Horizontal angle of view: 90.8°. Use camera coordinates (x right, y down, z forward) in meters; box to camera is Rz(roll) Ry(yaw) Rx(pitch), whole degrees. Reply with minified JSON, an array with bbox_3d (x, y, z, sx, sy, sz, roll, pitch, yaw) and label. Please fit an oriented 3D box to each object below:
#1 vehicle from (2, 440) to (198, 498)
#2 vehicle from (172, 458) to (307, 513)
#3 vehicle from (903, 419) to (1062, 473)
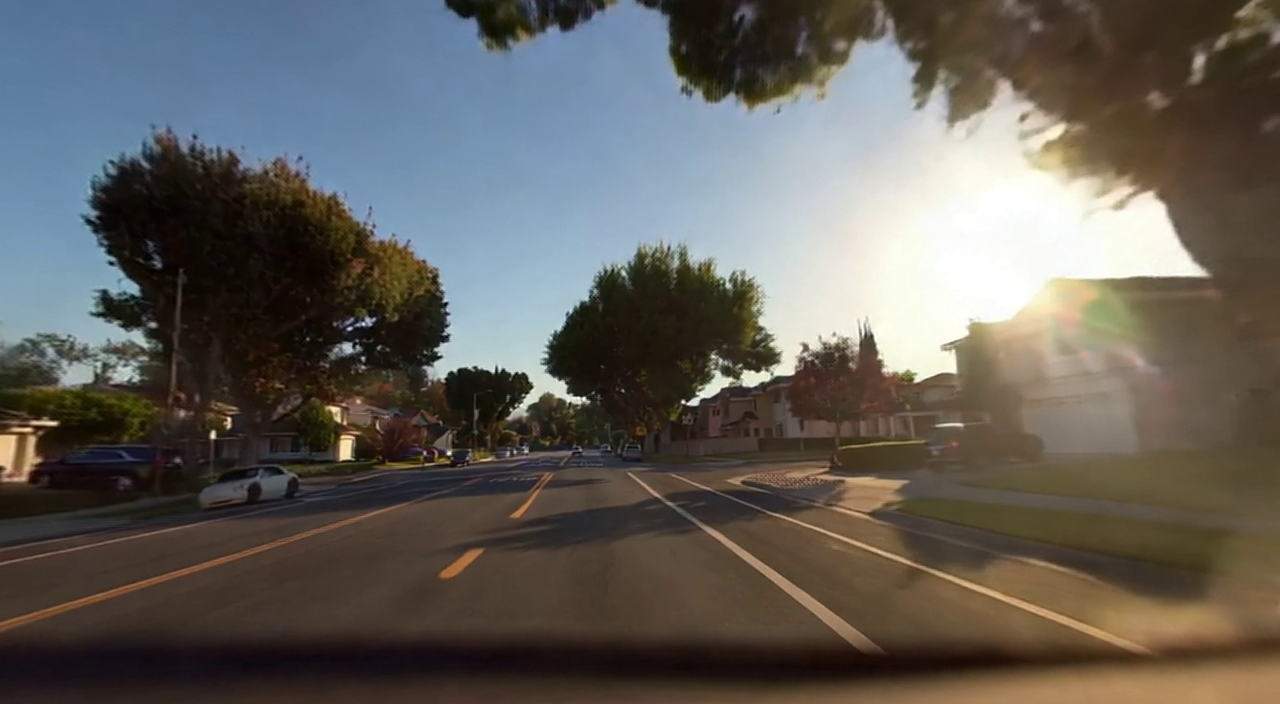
[{"bbox_3d":[-20.821,4.511,24.575,5.560,1.892,2.099,-2,-9,-2],"label":"vehicle"},{"bbox_3d":[-12.802,4.238,20.555,1.870,1.451,4.140,0,-8,-4],"label":"vehicle"},{"bbox_3d":[11.150,3.065,20.679,4.216,1.634,1.999,2,-9,-15],"label":"vehicle"}]
